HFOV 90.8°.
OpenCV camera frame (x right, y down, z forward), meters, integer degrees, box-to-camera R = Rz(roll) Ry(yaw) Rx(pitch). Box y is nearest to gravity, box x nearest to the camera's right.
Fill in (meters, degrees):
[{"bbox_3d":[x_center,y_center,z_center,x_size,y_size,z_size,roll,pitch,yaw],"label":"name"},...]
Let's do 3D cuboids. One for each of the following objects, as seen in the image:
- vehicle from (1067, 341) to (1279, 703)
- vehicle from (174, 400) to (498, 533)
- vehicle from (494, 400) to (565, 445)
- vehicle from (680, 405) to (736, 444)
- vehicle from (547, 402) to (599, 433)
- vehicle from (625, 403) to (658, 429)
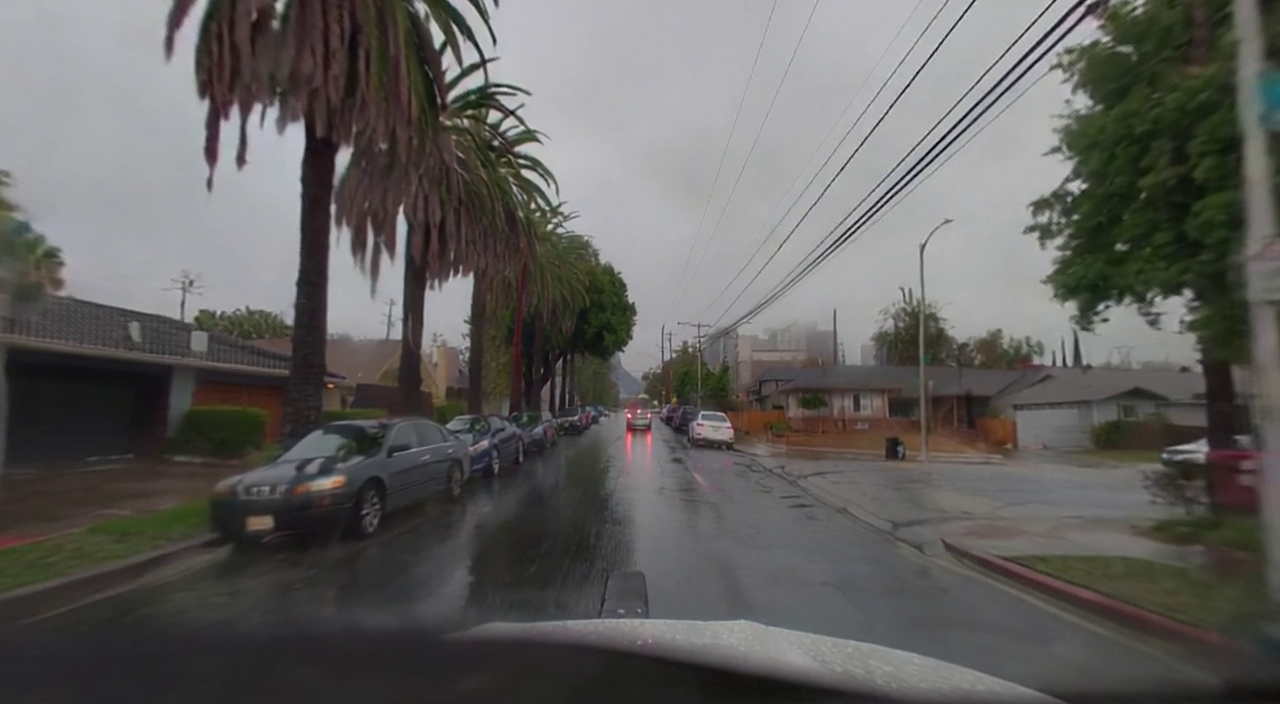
[{"bbox_3d":[2.776,0.587,0.284,1.895,1.680,4.842,0,-8,2],"label":"vehicle"},{"bbox_3d":[-4.091,1.714,10.042,2.157,1.487,5.718,0,-8,2],"label":"vehicle"},{"bbox_3d":[-4.056,2.776,24.077,1.769,1.551,5.040,0,-8,0],"label":"vehicle"},{"bbox_3d":[3.035,3.413,29.184,2.060,1.614,4.652,0,-8,0],"label":"vehicle"},{"bbox_3d":[-3.807,3.902,36.985,2.130,1.543,5.386,-1,-8,4],"label":"vehicle"},{"bbox_3d":[0.086,4.360,42.555,2.081,1.483,4.599,0,-8,0],"label":"vehicle"}]
